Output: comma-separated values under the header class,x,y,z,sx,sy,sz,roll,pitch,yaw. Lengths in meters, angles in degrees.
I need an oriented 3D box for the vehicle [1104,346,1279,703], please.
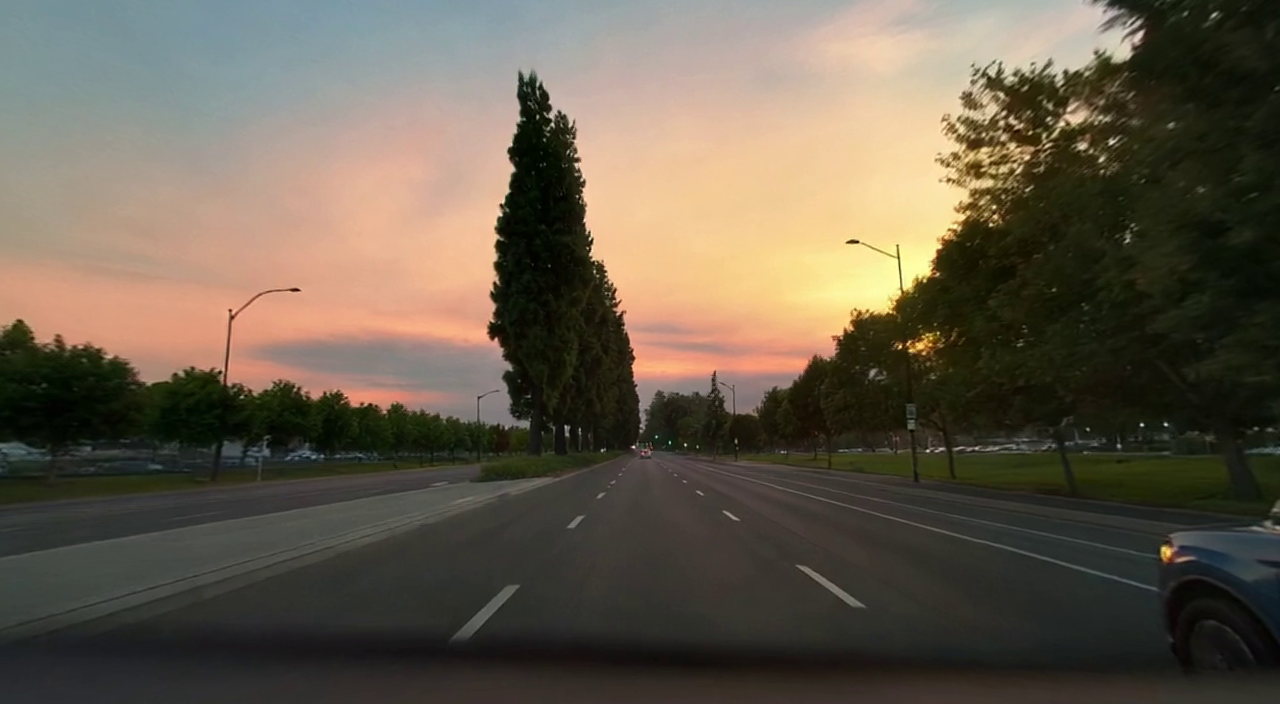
class,x,y,z,sx,sy,sz,roll,pitch,yaw
vehicle,3.726,0.627,1.038,2.087,1.759,5.040,0,-8,1
